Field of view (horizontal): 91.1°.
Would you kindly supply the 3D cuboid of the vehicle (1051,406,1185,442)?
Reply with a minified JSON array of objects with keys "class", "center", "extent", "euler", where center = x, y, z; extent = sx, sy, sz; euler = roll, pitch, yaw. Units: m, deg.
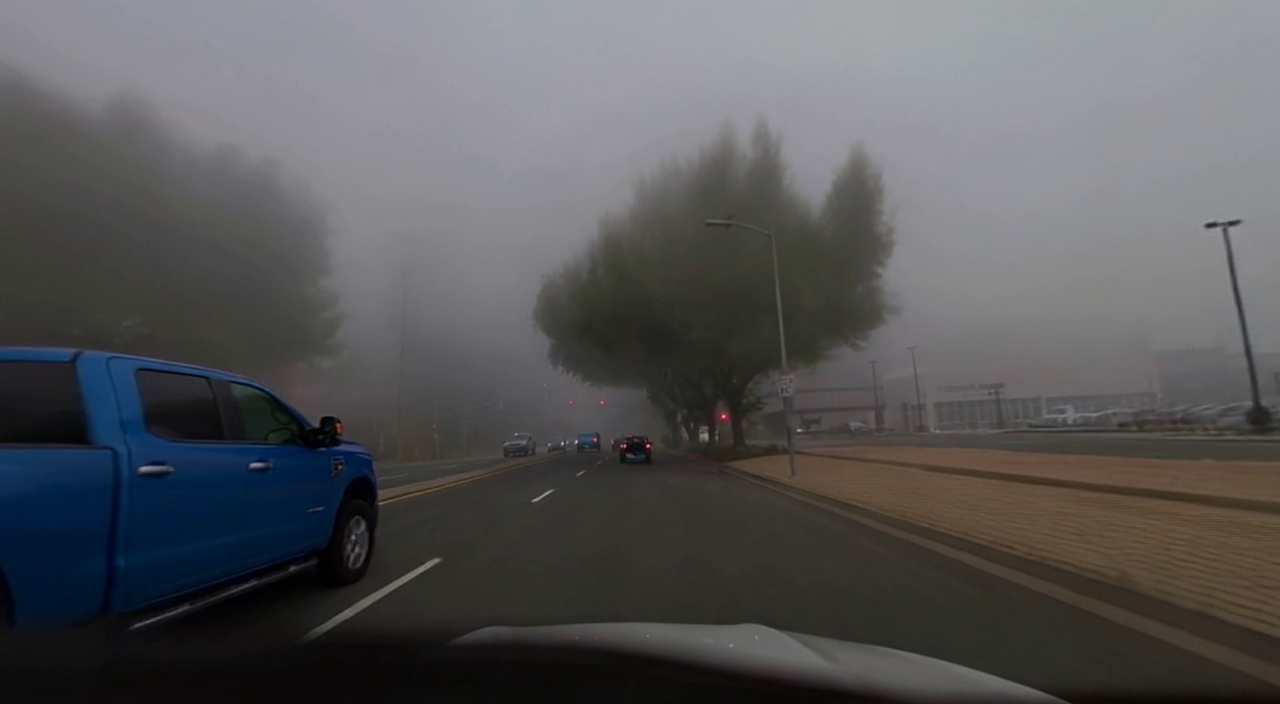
[{"class":"vehicle","center":[22.770,3.513,30.178],"extent":[4.767,1.443,1.978],"euler":[-6,-10,29]}]

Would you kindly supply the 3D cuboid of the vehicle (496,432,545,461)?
[{"class":"vehicle","center":[-7.947,6.340,42.185],"extent":[2.146,1.788,5.153],"euler":[0,-8,1]}]

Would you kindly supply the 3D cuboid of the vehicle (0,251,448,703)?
[{"class":"vehicle","center":[-3.581,0.863,3.618],"extent":[2.552,2.079,6.810],"euler":[0,-8,2]}]

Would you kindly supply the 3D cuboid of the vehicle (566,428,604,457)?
[{"class":"vehicle","center":[-3.875,6.503,45.099],"extent":[2.243,1.976,4.514],"euler":[0,-8,1]}]

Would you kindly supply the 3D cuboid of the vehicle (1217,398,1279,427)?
[{"class":"vehicle","center":[39.697,3.973,40.541],"extent":[4.665,1.645,2.163],"euler":[5,-10,-30]}]

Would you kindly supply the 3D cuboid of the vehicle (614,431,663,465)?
[{"class":"vehicle","center":[-0.086,4.673,30.611],"extent":[2.191,1.530,4.470],"euler":[0,-8,-1]}]
